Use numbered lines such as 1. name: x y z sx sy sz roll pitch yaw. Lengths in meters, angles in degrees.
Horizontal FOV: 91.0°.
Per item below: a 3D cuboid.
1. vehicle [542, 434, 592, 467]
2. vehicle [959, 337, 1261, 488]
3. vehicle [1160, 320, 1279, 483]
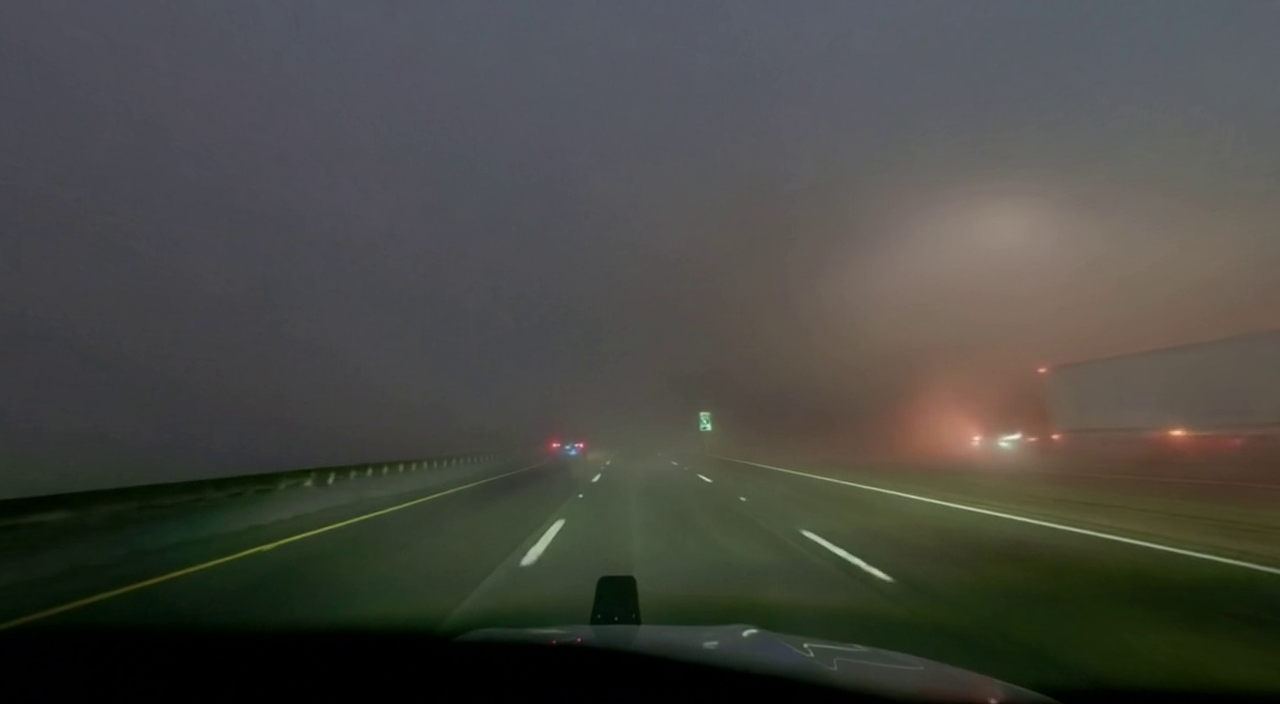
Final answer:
1. vehicle: -3.823 5.221 33.654 2.206 1.604 4.374 0 -8 0
2. vehicle: 16.525 2.383 23.880 2.935 4.242 10.799 4 -7 -2
3. vehicle: 17.307 1.207 14.620 2.909 4.017 8.582 4 -6 -3
